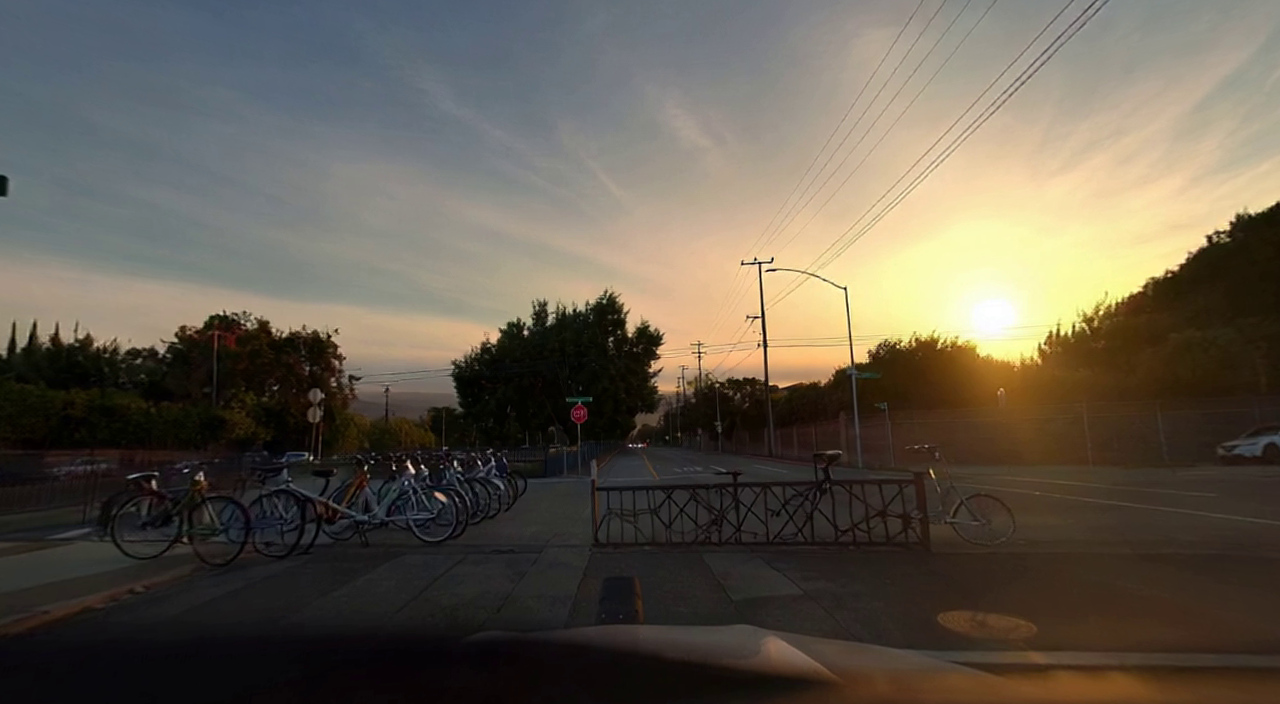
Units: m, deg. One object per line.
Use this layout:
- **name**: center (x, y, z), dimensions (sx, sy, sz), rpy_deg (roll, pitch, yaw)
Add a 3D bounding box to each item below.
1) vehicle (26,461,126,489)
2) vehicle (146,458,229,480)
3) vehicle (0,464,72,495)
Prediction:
- **vehicle**: center (-34.114, 7.423, 38.281), dimensions (4.210, 1.528, 1.932), rpy_deg (0, -9, 0)
- **vehicle**: center (-33.675, 8.699, 47.094), dimensions (4.569, 1.558, 1.903), rpy_deg (0, -9, -5)
- **vehicle**: center (-33.091, 6.675, 33.200), dimensions (4.546, 1.468, 1.901), rpy_deg (0, -9, 0)
